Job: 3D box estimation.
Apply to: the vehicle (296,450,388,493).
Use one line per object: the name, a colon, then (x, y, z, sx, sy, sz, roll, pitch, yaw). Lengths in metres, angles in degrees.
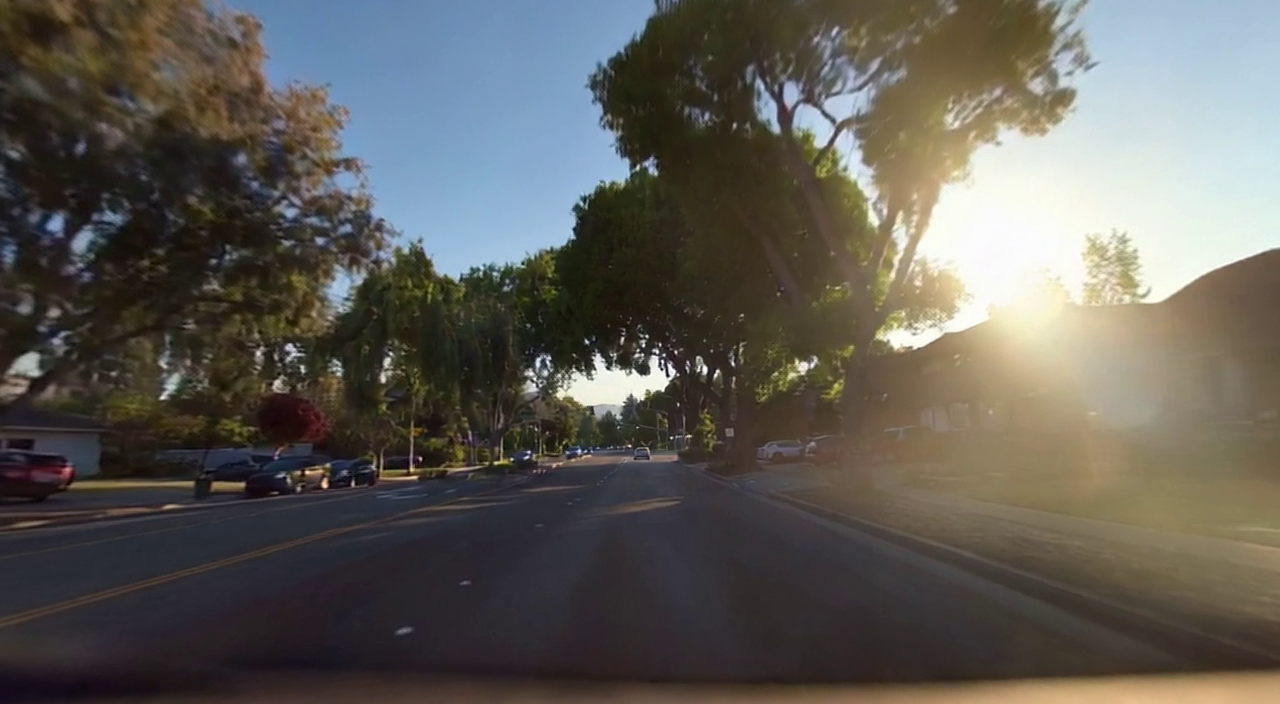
vehicle: (-14.410, 5.755, 30.957, 2.008, 1.908, 5.305, 0, -9, -1)

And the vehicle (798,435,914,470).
vehicle: (9.991, 4.670, 29.494, 4.660, 1.513, 2.067, 0, -9, -1)

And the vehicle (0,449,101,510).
vehicle: (-21.159, 4.181, 20.929, 4.756, 1.869, 2.042, -1, -9, 3)

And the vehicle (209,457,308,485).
vehicle: (-21.135, 6.604, 35.086, 4.284, 1.431, 1.811, 0, -9, 0)

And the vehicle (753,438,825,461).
vehicle: (10.679, 7.014, 45.429, 4.675, 1.520, 1.925, 0, -9, 0)
